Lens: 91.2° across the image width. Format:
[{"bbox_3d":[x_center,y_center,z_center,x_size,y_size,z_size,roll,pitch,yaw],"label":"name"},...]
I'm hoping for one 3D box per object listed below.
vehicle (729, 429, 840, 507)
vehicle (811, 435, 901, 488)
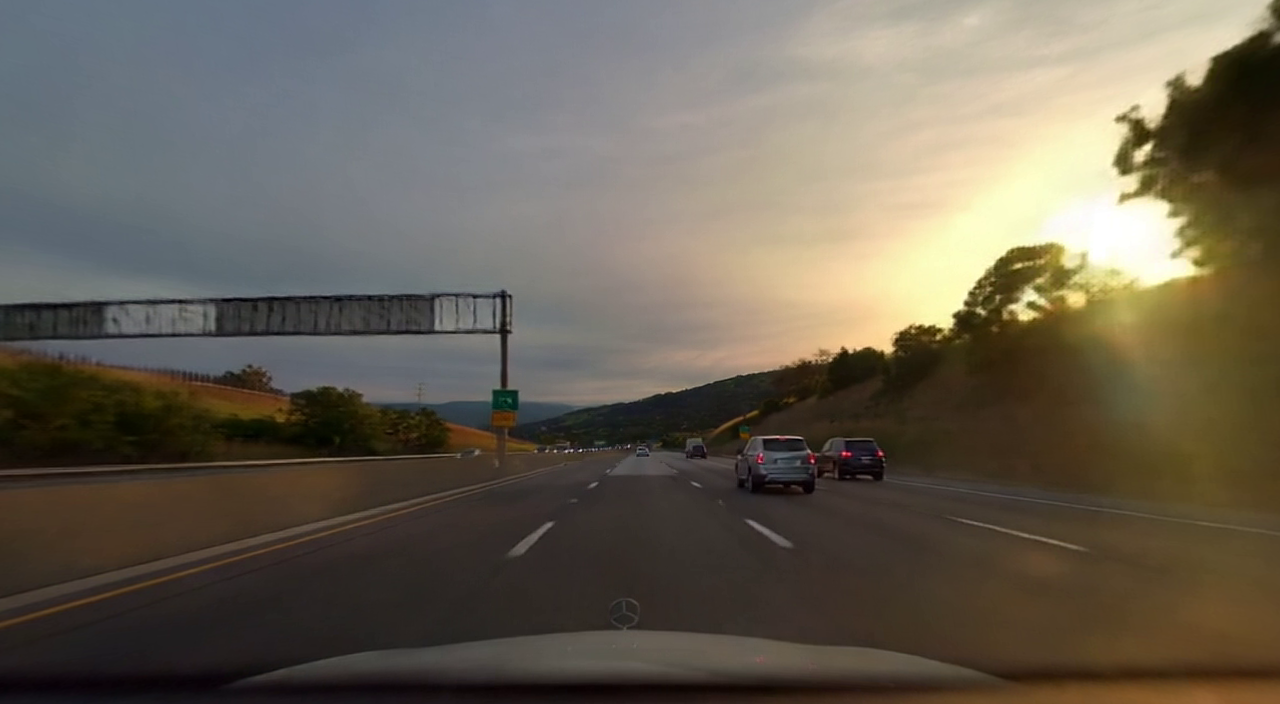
[{"bbox_3d":[3.573,2.957,16.332,1.784,1.733,4.141,0,-9,-1],"label":"vehicle"},{"bbox_3d":[8.018,4.101,23.652,1.898,1.798,3.805,0,-9,-2],"label":"vehicle"}]
